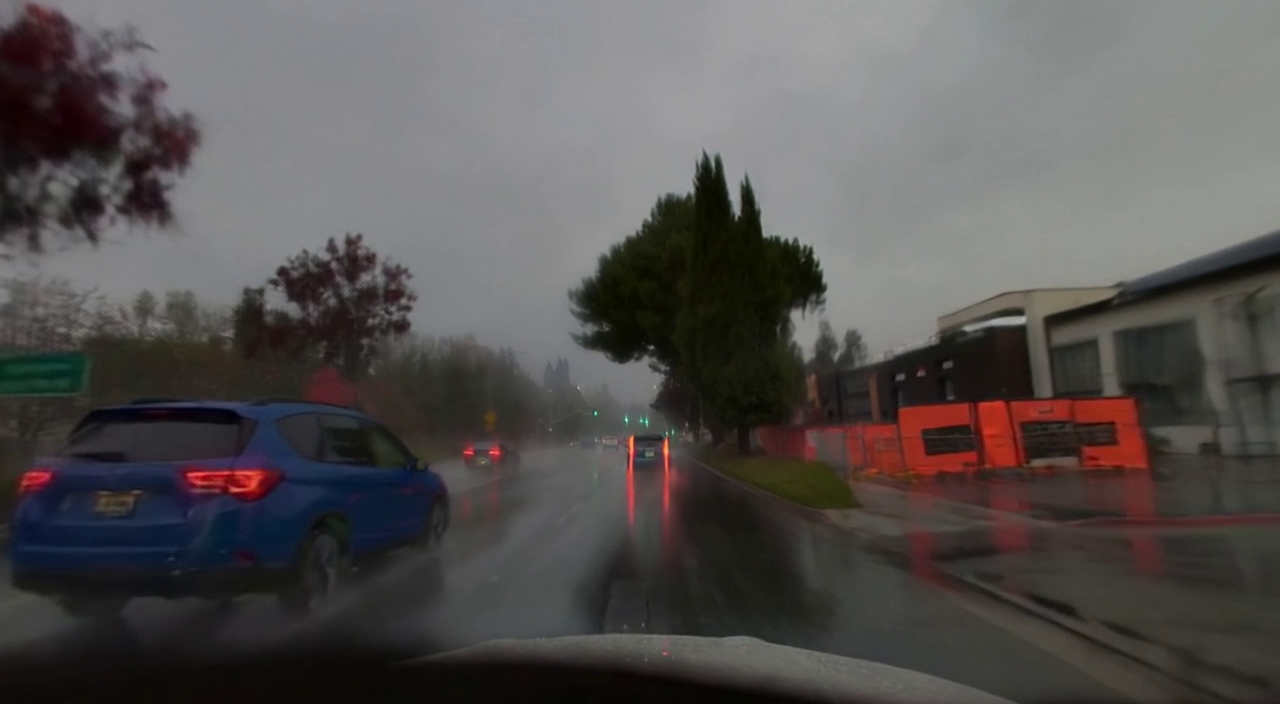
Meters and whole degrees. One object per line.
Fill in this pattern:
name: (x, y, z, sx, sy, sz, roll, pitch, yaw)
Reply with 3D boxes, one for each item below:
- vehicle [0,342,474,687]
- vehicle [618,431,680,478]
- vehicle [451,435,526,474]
vehicle: (-3.384, 1.210, 5.919, 2.157, 1.824, 4.986, 0, -8, 1)
vehicle: (0.322, 3.947, 24.476, 2.227, 1.654, 4.091, 0, -8, 0)
vehicle: (-6.125, 4.191, 25.988, 1.877, 1.479, 4.430, 0, -8, 2)
